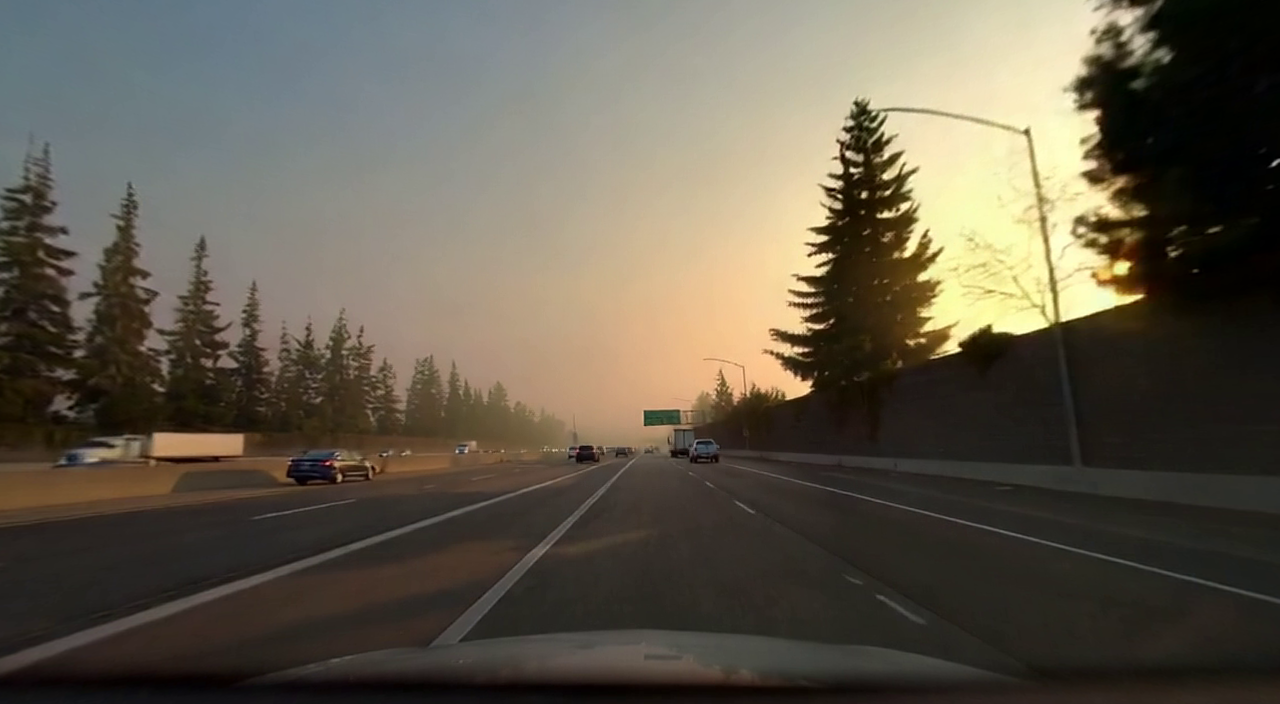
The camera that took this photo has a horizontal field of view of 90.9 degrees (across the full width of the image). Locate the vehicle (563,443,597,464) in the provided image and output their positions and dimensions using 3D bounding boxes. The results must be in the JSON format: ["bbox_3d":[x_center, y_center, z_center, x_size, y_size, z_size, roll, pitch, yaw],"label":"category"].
[{"bbox_3d":[-4.567,7.793,48.534,1.981,1.473,4.317,0,-8,2],"label":"vehicle"}]

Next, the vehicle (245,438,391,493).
[{"bbox_3d":[-9.623,3.407,19.349,1.899,1.465,4.589,0,-8,2],"label":"vehicle"}]
